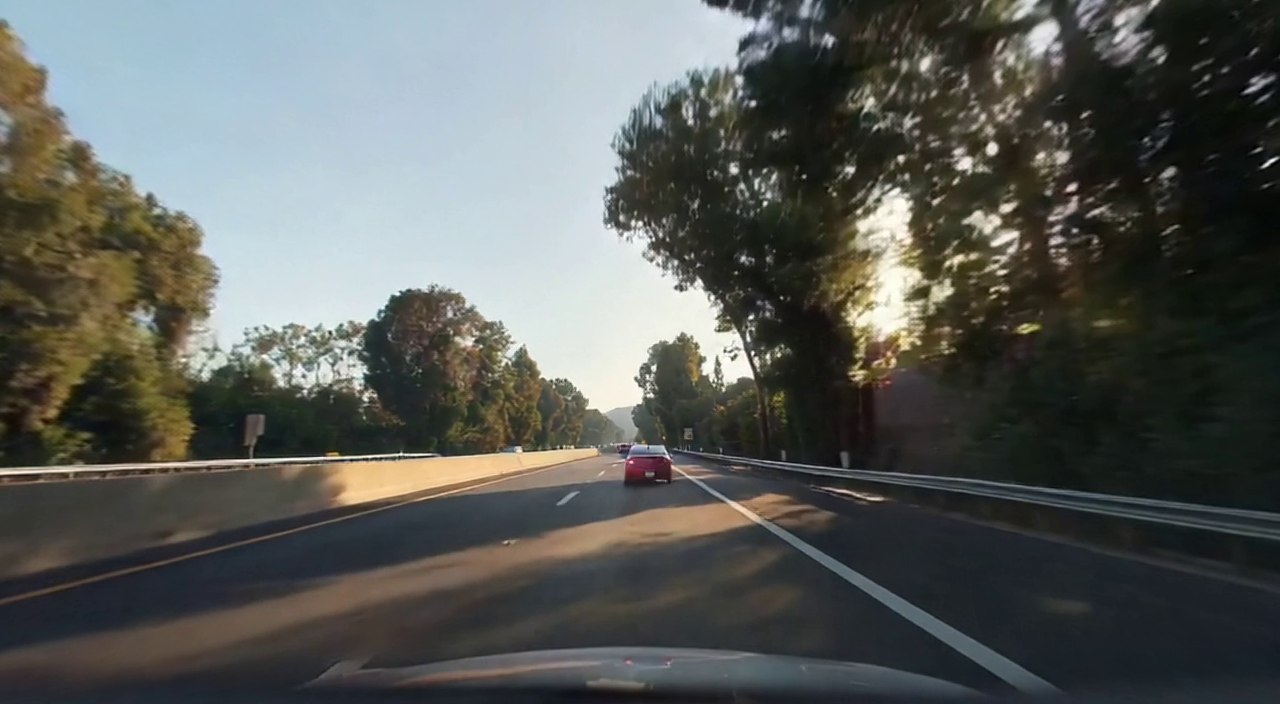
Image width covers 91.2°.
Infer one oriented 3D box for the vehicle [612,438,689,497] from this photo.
[{"bbox_3d":[0.187,3.400,18.825,2.021,1.533,4.014,0,-9,-3],"label":"vehicle"}]
